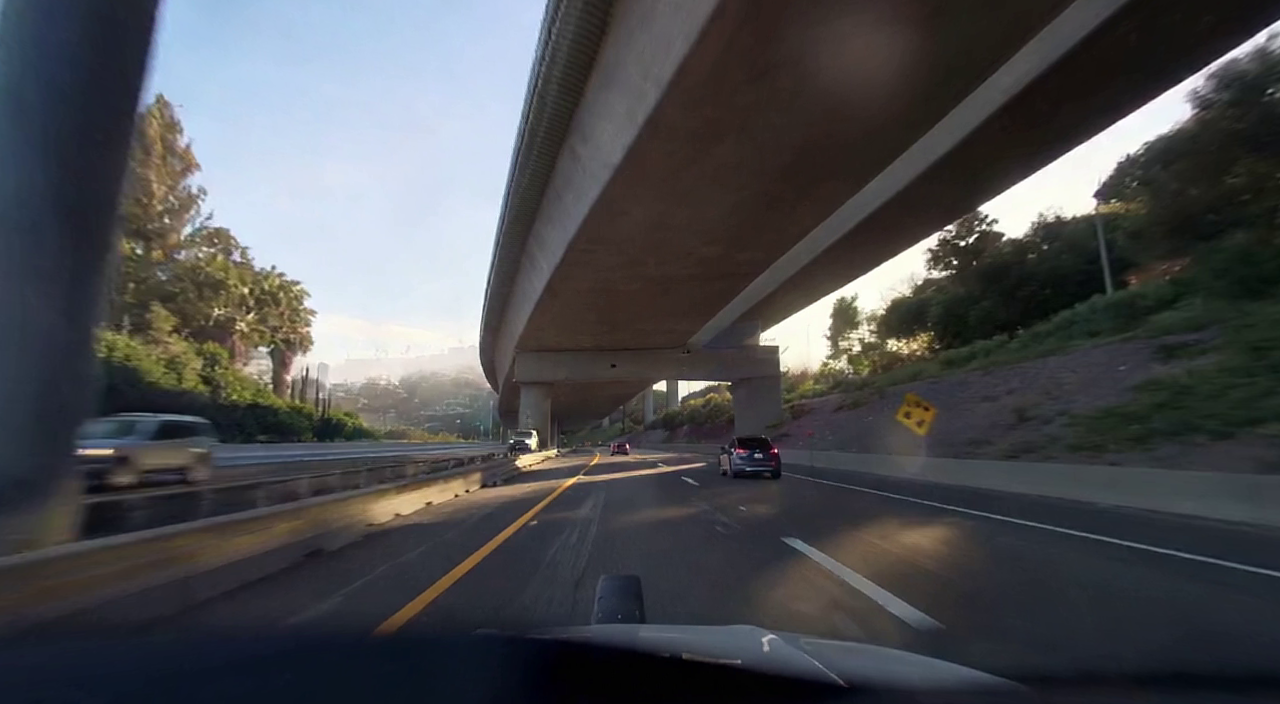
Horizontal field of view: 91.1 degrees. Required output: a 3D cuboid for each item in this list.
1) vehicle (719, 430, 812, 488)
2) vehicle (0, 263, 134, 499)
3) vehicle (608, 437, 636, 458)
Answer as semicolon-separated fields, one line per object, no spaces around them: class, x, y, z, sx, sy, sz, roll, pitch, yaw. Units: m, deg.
vehicle;3.561;3.098;18.511;1.852;1.513;3.652;0;-8;-2
vehicle;-8.498;0.177;5.975;2.663;2.628;5.536;0;-8;0
vehicle;-1.410;7.232;47.759;1.998;1.512;3.735;1;-8;-3
